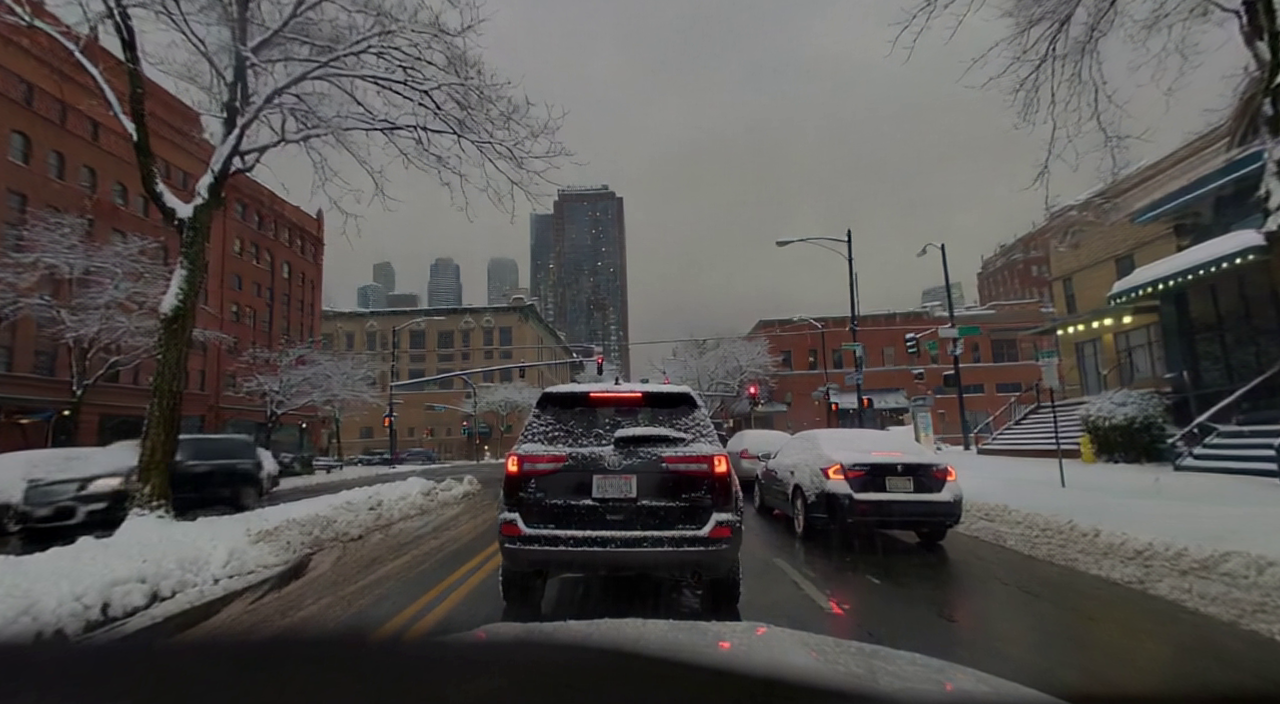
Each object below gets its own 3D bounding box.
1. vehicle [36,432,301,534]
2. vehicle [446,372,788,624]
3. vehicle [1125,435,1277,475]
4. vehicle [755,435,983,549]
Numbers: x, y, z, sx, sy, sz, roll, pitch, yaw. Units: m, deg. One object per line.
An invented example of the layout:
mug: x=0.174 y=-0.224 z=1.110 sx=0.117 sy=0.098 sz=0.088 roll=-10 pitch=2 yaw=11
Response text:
vehicle: x=-9.202 y=2.547 z=12.885 sx=2.054 sy=1.722 sz=4.292 roll=0 pitch=-8 yaw=0
vehicle: x=-0.158 y=1.364 z=6.765 sx=2.453 sy=1.816 sz=4.300 roll=0 pitch=-8 yaw=0
vehicle: x=22.127 y=4.058 z=24.994 sx=4.055 sy=1.469 sz=1.848 roll=-4 pitch=-9 yaw=26
vehicle: x=3.290 y=2.086 z=10.087 sx=2.056 sy=1.422 sz=4.130 roll=0 pitch=-8 yaw=-1
